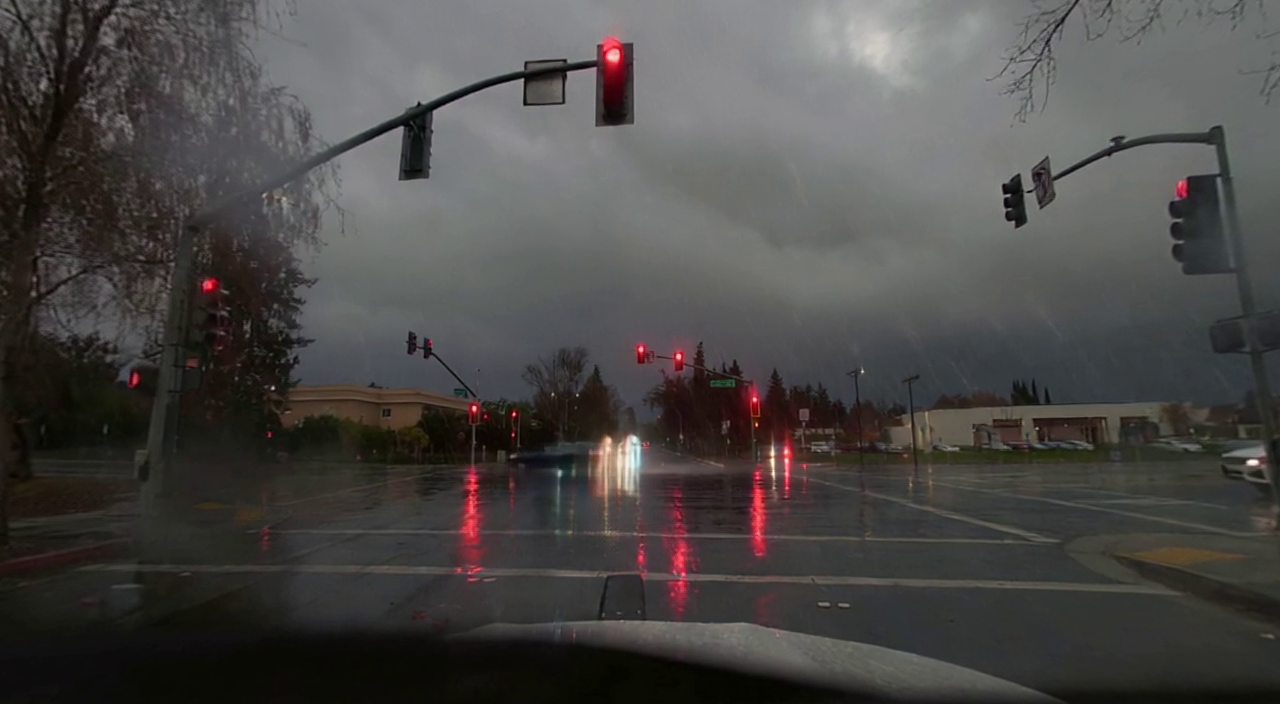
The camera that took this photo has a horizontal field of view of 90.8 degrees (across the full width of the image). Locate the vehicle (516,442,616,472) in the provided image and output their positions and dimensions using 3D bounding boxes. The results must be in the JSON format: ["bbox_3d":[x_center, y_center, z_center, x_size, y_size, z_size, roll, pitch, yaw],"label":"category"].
[{"bbox_3d":[-3.733,5.319,32.089,4.628,1.414,1.897,-3,-9,16],"label":"vehicle"}]

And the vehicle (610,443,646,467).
[{"bbox_3d":[-0.842,6.830,41.985,2.056,1.492,3.937,1,-9,-6],"label":"vehicle"}]

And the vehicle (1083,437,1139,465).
[{"bbox_3d":[26.979,5.658,36.137,2.092,1.474,4.046,-8,-11,40],"label":"vehicle"}]
